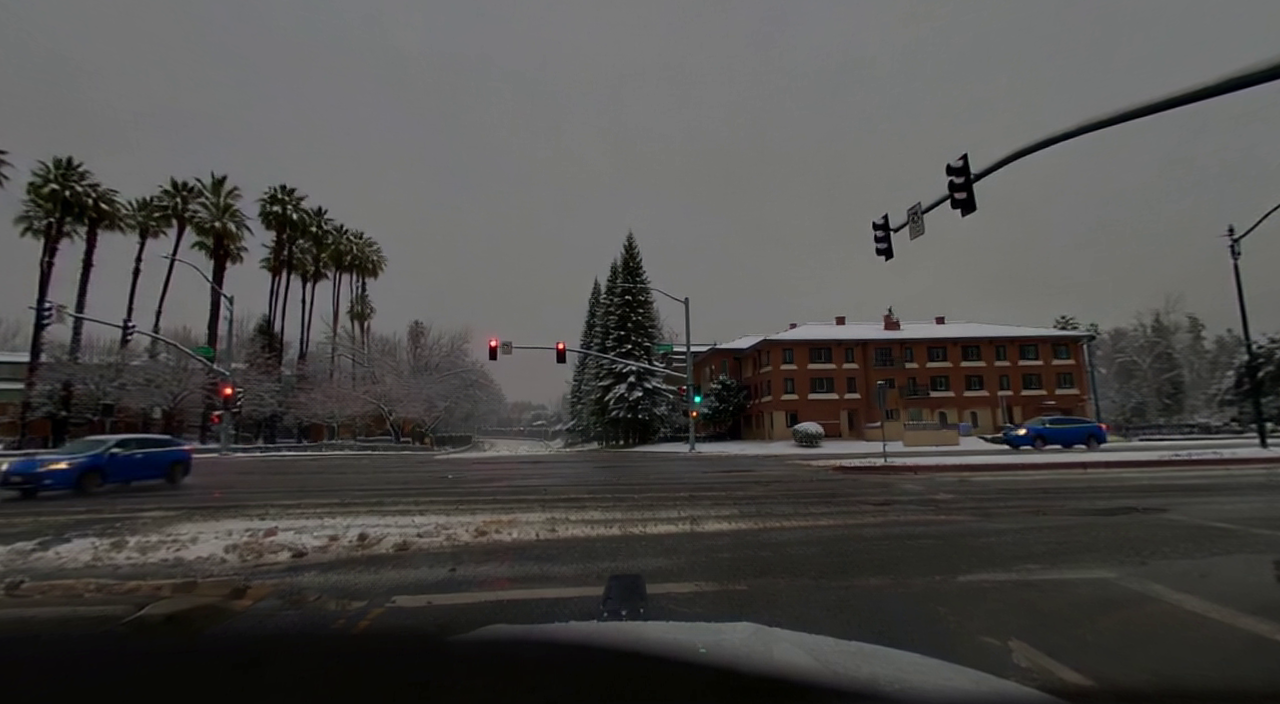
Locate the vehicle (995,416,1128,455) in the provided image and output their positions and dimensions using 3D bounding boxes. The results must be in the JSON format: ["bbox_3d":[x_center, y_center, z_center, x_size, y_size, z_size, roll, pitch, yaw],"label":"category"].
[{"bbox_3d":[19.898,3.980,29.783,4.820,1.751,2.050,0,-8,-1],"label":"vehicle"}]

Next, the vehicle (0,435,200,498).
[{"bbox_3d":[-14.406,3.004,16.903,2.042,1.472,4.345,0,-8,-1],"label":"vehicle"}]
